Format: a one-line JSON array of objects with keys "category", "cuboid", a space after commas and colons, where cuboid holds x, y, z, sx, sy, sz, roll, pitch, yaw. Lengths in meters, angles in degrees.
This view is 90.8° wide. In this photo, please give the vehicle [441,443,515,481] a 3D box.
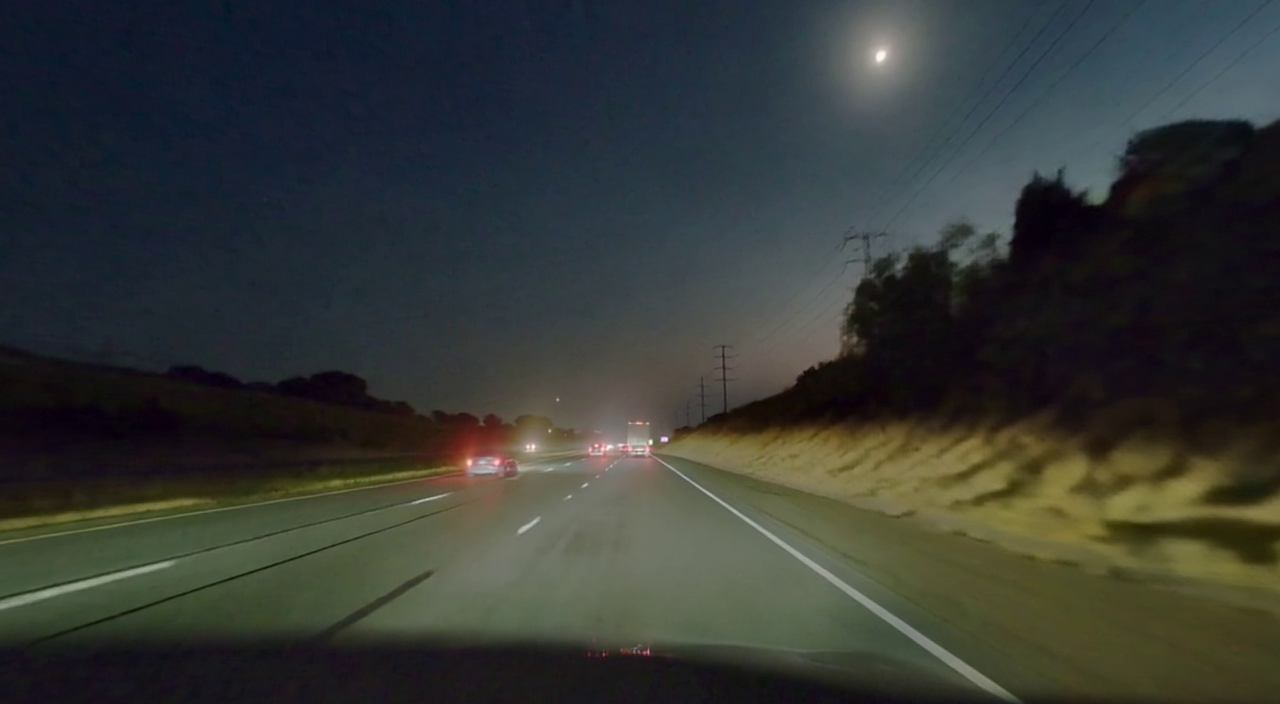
[{"category": "vehicle", "cuboid": [-7.143, 4.892, 28.394, 2.066, 1.558, 4.607, 0, -9, 0]}]
